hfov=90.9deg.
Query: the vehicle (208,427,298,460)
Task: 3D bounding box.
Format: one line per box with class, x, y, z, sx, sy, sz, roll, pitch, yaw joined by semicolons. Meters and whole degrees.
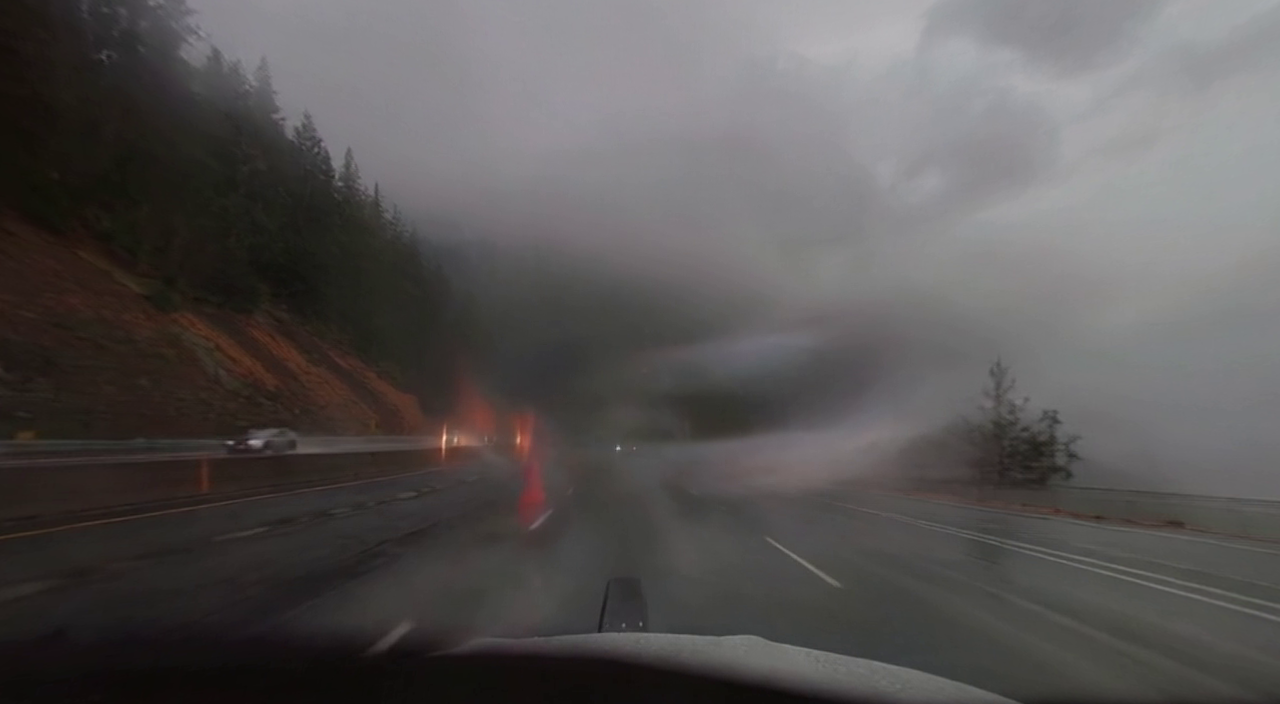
vehicle;-19.570;4.690;32.149;1.885;1.562;4.312;1;-9;-1
